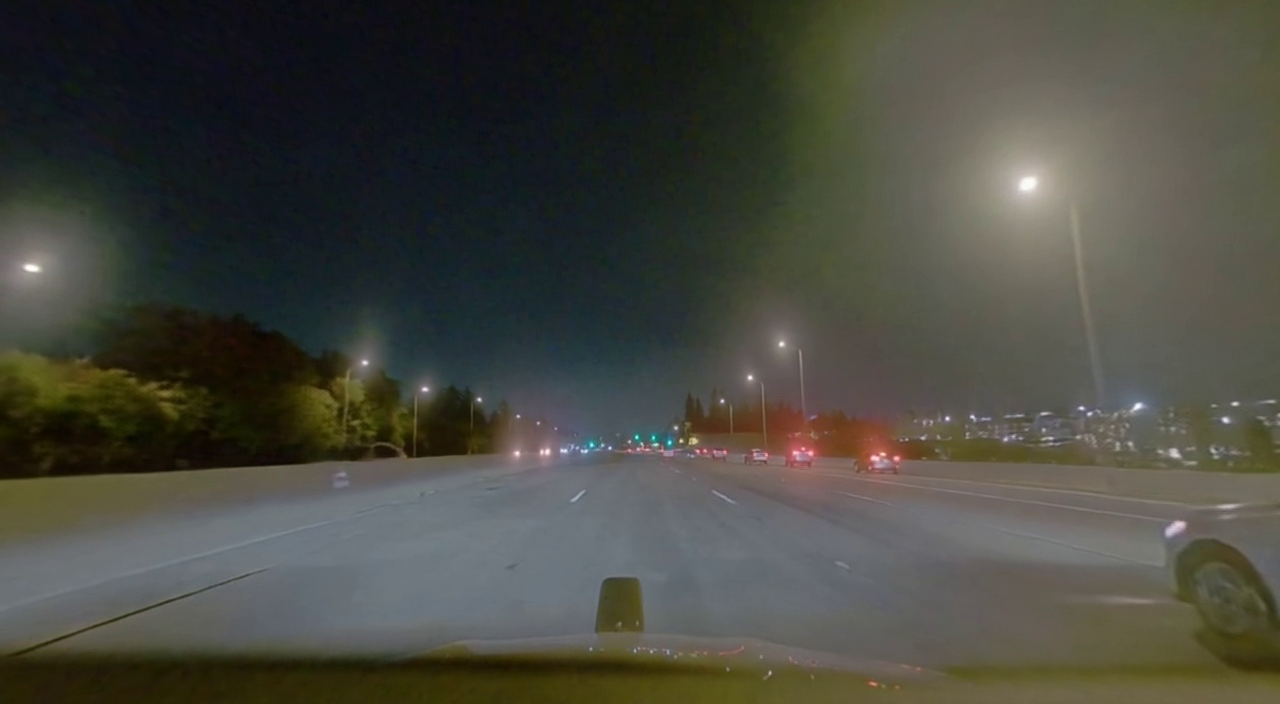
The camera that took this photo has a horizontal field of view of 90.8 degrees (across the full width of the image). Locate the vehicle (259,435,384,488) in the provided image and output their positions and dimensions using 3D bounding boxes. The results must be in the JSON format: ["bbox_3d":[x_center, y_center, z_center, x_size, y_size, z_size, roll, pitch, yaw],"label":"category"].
[{"bbox_3d":[-10.157,3.506,20.566,1.943,1.511,4.119,0,-8,0],"label":"vehicle"}]

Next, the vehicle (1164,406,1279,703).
[{"bbox_3d":[3.880,0.707,0.954,2.018,1.477,4.800,0,-8,-1],"label":"vehicle"}]
